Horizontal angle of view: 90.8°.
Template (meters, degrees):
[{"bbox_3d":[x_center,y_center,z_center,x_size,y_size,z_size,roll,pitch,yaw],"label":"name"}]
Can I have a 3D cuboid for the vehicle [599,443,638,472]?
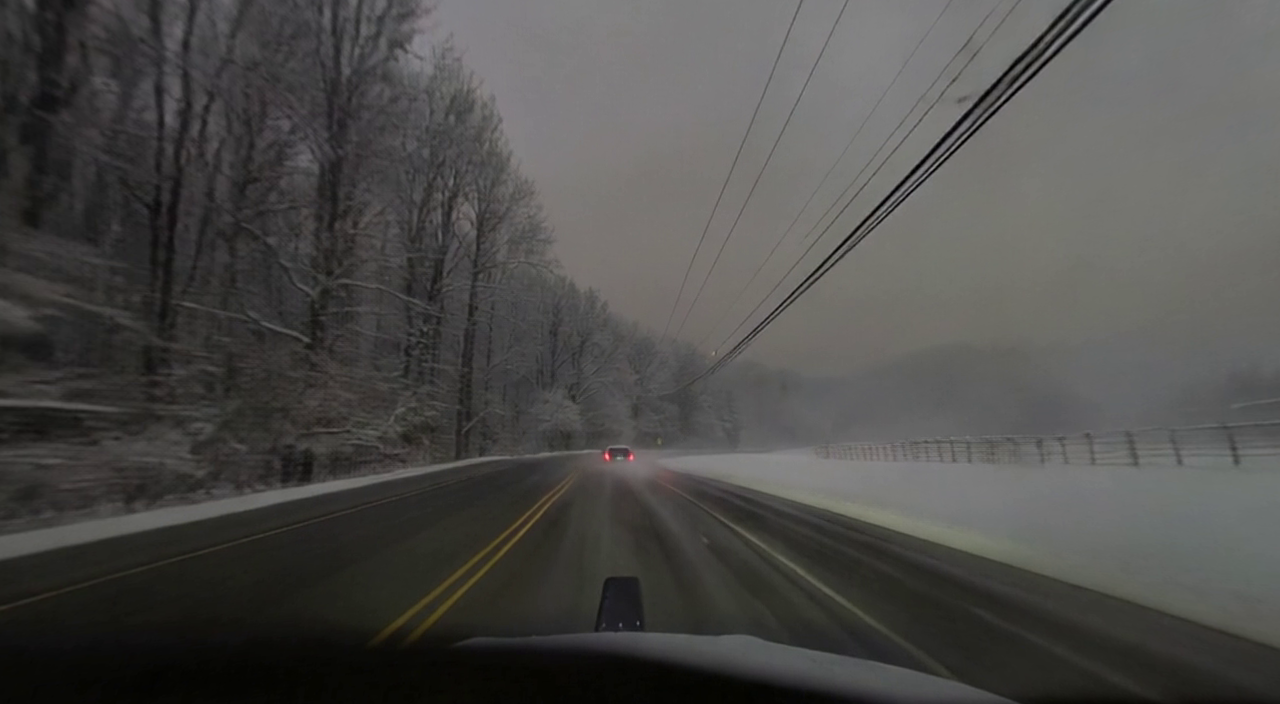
[{"bbox_3d":[-1.226,5.889,35.547,2.059,1.524,3.963,0,-9,-3],"label":"vehicle"}]
